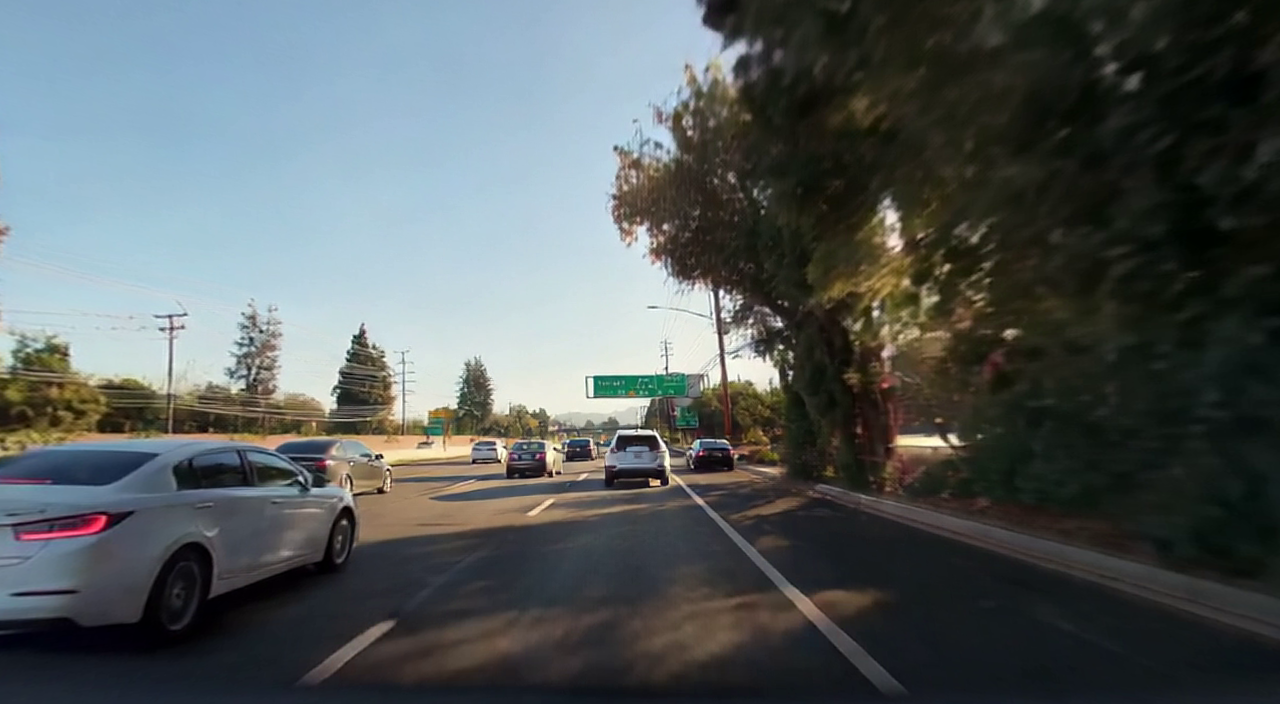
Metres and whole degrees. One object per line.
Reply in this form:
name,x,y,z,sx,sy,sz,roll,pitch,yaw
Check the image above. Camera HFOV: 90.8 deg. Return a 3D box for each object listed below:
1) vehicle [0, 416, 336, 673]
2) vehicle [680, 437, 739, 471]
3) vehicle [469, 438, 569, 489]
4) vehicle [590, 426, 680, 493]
vehicle,-4.745,1.410,5.802,1.958,1.447,4.454,1,-8,-4
vehicle,3.173,4.779,29.741,2.197,1.464,4.356,0,-8,-1
vehicle,-3.704,3.499,20.257,2.203,1.425,4.610,0,-8,1
vehicle,-0.134,3.050,18.240,2.284,1.699,4.168,0,-8,0
